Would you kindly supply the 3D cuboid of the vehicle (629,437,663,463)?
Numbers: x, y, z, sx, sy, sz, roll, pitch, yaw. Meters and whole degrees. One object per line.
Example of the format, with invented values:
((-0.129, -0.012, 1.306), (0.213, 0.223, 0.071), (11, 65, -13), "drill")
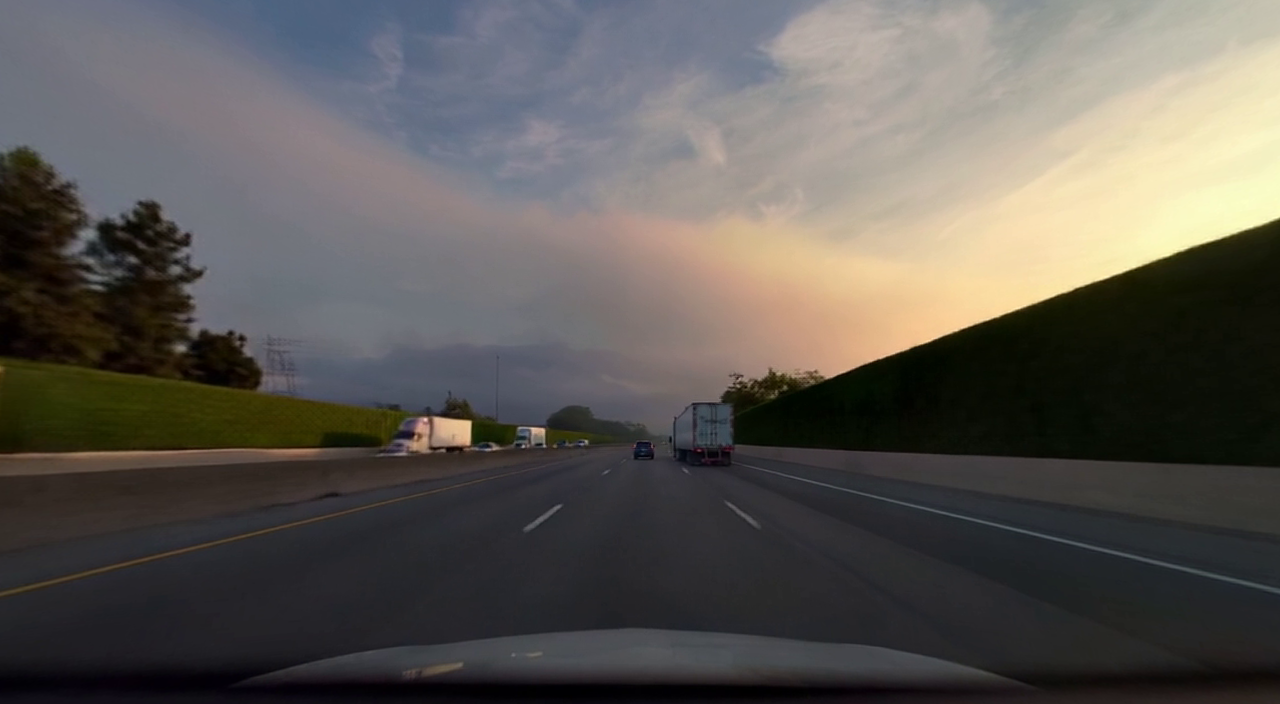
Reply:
((0.440, 7.128, 45.876), (2.389, 1.760, 4.473), (0, -8, 1), "vehicle")

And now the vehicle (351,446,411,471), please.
((-16.131, 6.606, 39.445), (1.884, 1.447, 4.129), (0, -8, 1), "vehicle")

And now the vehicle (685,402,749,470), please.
((4.154, 4.788, 35.739), (2.742, 3.383, 8.285), (0, -8, 1), "vehicle")
